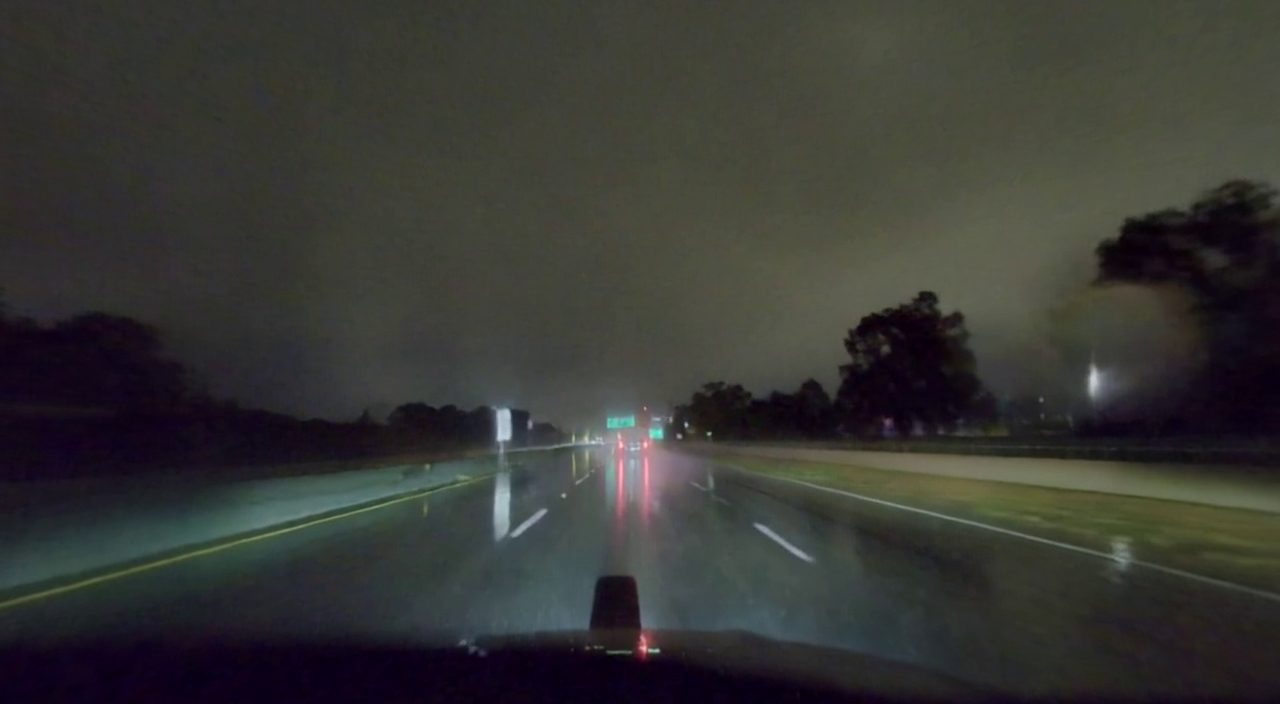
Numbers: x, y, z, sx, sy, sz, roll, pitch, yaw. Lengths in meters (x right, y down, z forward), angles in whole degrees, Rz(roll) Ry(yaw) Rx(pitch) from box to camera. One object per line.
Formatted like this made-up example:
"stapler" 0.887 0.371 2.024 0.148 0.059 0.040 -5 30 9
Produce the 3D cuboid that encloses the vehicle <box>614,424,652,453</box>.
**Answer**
"vehicle" -0.491 5.309 38.701 2.157 1.647 4.524 0 -8 -3
